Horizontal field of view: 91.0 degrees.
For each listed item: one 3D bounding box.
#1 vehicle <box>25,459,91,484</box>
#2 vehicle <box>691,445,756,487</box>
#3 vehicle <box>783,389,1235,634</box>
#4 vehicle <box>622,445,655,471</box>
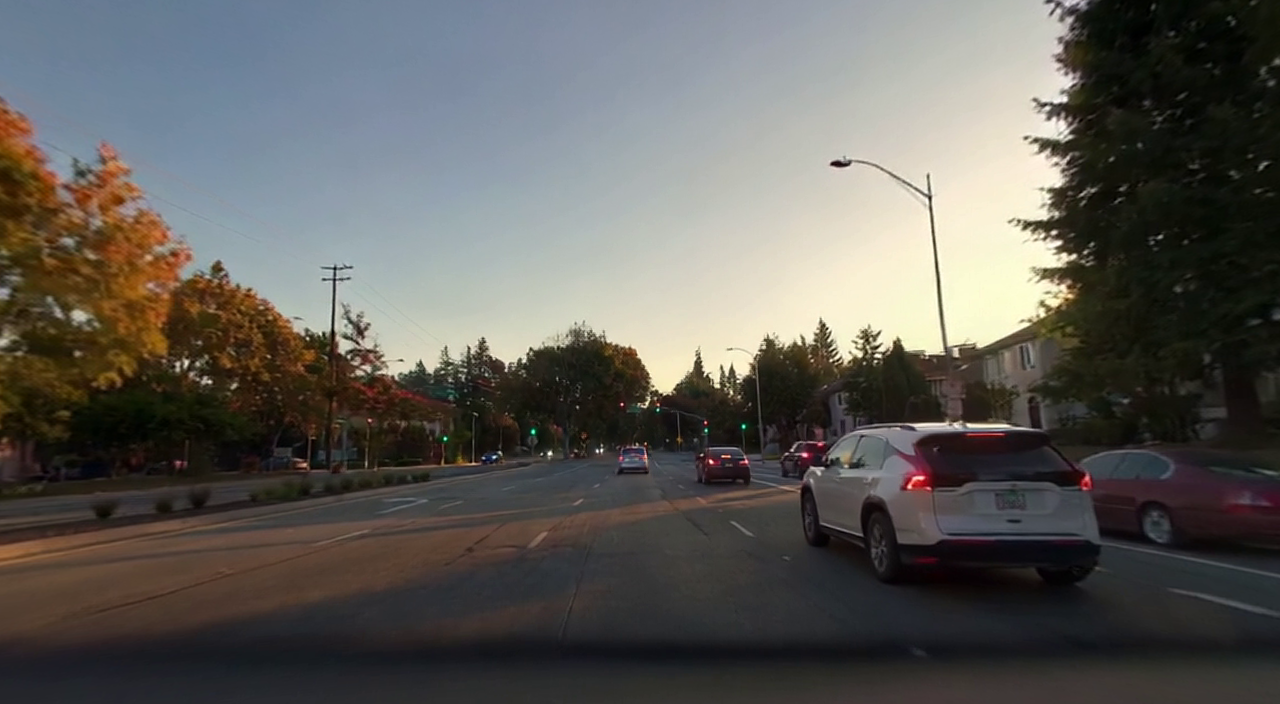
[{"bbox_3d":[-38.337,7.840,41.431,4.260,1.501,1.892,-5,-10,30],"label":"vehicle"},{"bbox_3d":[3.086,4.322,24.105,1.889,1.451,4.180,0,-9,-1],"label":"vehicle"},{"bbox_3d":[3.208,1.506,6.938,2.129,1.761,4.610,0,-9,0],"label":"vehicle"},{"bbox_3d":[-0.131,7.263,43.330,2.146,1.685,4.003,0,-9,0],"label":"vehicle"}]
